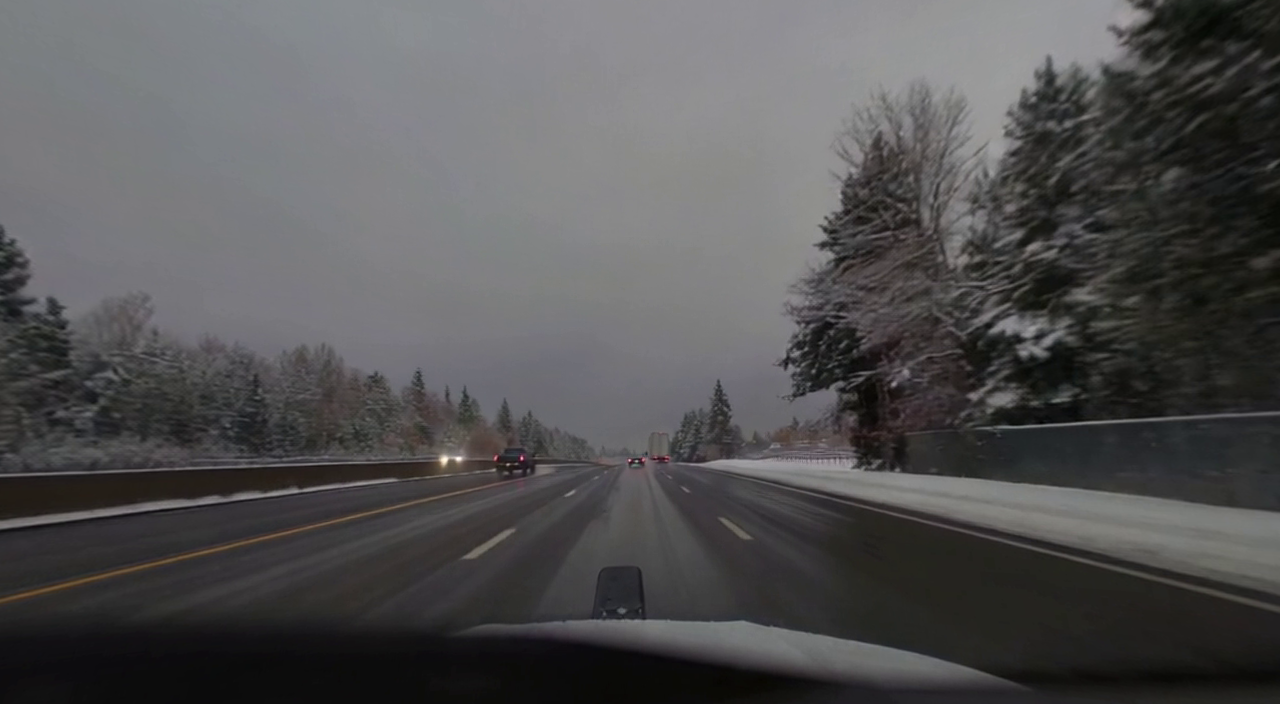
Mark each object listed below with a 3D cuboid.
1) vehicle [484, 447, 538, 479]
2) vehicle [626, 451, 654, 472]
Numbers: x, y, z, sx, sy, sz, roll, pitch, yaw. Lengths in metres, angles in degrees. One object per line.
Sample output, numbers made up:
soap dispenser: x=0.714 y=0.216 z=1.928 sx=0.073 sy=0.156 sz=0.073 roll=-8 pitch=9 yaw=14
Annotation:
vehicle: x=-7.362 y=6.363 z=36.419 sx=2.123 sy=1.671 sz=4.579 roll=-1 pitch=-9 yaw=1
vehicle: x=-0.011 y=8.511 z=49.219 sx=2.033 sy=1.465 sz=3.775 roll=0 pitch=-9 yaw=-1
